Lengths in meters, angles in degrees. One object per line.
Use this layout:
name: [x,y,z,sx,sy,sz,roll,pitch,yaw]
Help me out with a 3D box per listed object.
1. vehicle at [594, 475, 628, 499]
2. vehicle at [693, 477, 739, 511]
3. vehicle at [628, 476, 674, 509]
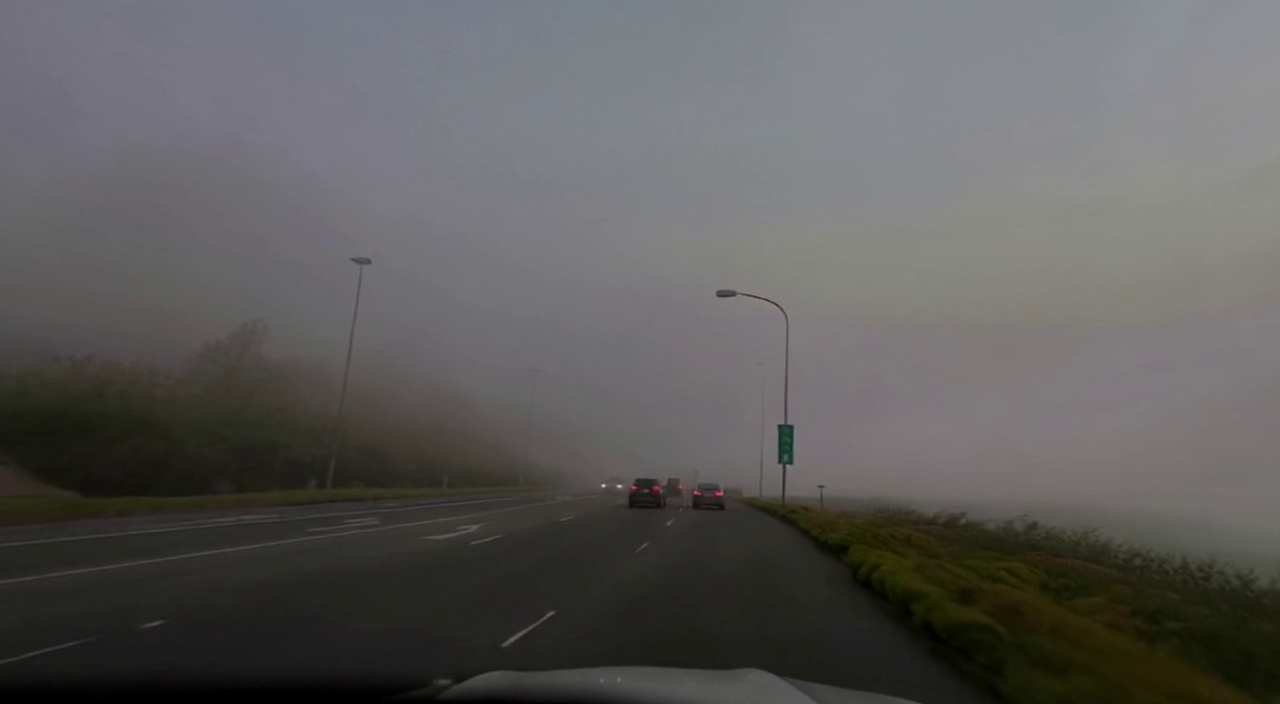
vehicle: [-2.003,9.646,45.251,2.016,1.573,4.259,1,-10,3]
vehicle: [3.731,7.023,31.486,2.129,1.471,4.258,0,-10,5]
vehicle: [0.683,7.267,32.918,2.030,1.441,4.806,0,-10,5]
